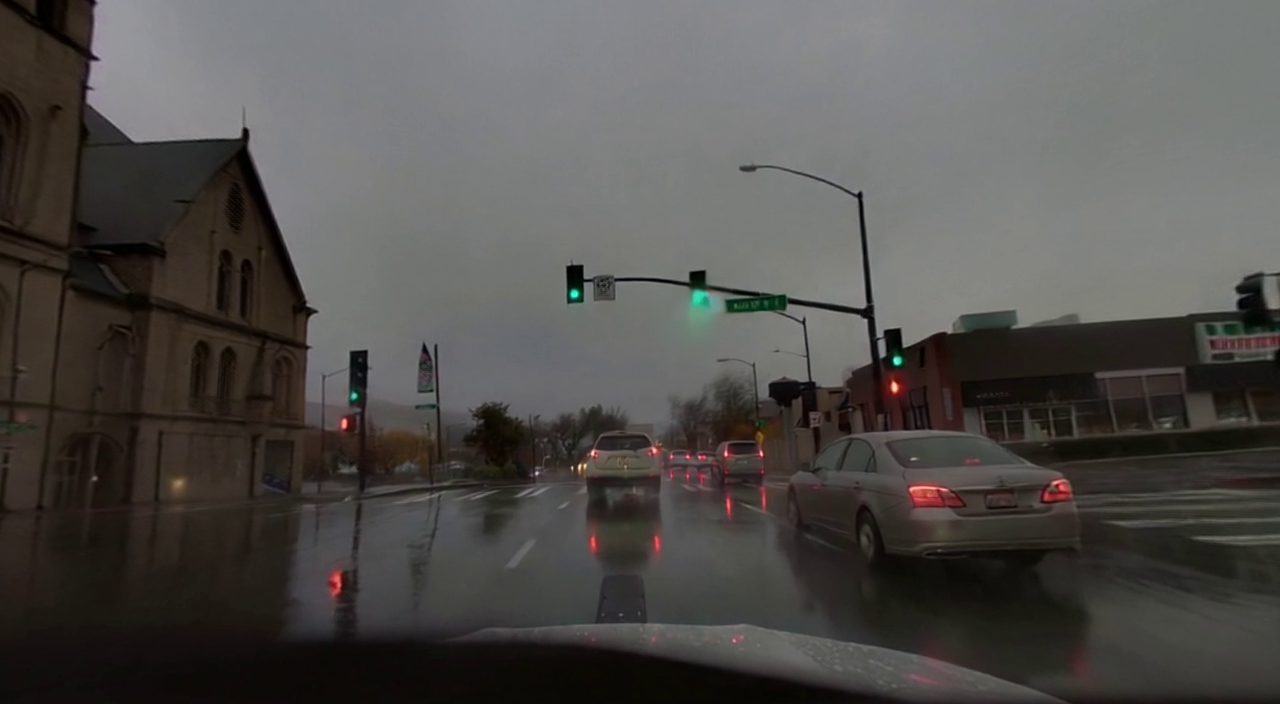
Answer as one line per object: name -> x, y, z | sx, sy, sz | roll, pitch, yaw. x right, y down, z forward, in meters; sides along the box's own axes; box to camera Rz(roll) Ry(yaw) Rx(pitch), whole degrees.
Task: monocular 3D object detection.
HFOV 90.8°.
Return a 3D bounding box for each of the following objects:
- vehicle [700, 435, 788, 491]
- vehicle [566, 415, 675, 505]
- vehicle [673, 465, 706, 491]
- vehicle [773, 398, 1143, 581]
vehicle -> 3.013, 3.303, 19.169 | 1.890, 1.491, 4.166 | 0, -8, -1
vehicle -> -0.443, 2.454, 14.758 | 2.168, 1.776, 4.135 | 0, -8, -2
vehicle -> 3.740, 9.284, 46.785 | 2.027, 1.771, 4.470 | -2, -10, 9
vehicle -> 3.094, 1.446, 7.463 | 1.883, 1.472, 4.471 | 0, -8, -3
